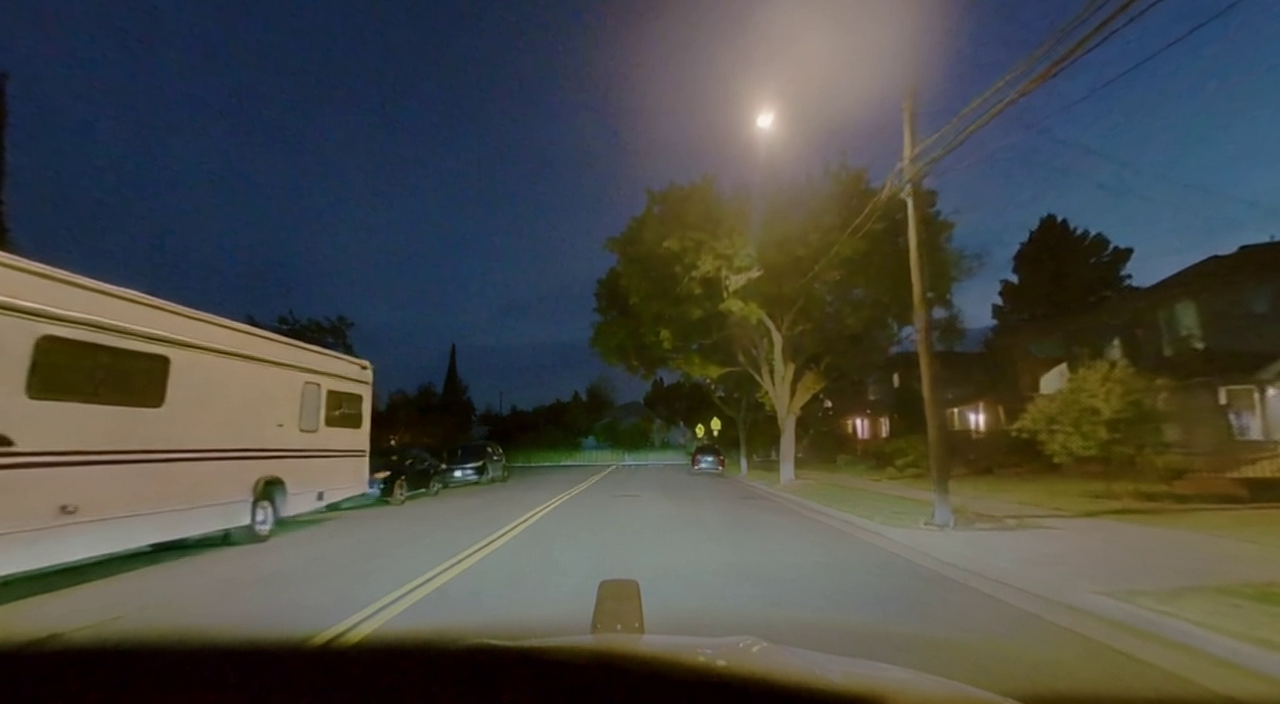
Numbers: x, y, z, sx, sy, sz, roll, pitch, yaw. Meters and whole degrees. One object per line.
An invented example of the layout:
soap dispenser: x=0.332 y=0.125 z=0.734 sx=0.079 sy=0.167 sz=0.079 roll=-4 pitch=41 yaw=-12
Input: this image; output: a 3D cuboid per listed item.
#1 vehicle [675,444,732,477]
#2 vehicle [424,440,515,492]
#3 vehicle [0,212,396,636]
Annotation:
vehicle: x=3.008 y=5.259 z=30.935 sx=2.167 sy=1.479 sz=4.597 roll=0 pitch=-8 yaw=-2
vehicle: x=-6.905 y=4.629 z=26.268 sx=2.225 sy=1.817 sz=5.731 roll=-3 pitch=-8 yaw=0
vehicle: x=-6.832 y=0.956 z=7.428 sx=3.103 sy=3.479 sz=11.801 roll=-1 pitch=-9 yaw=1
